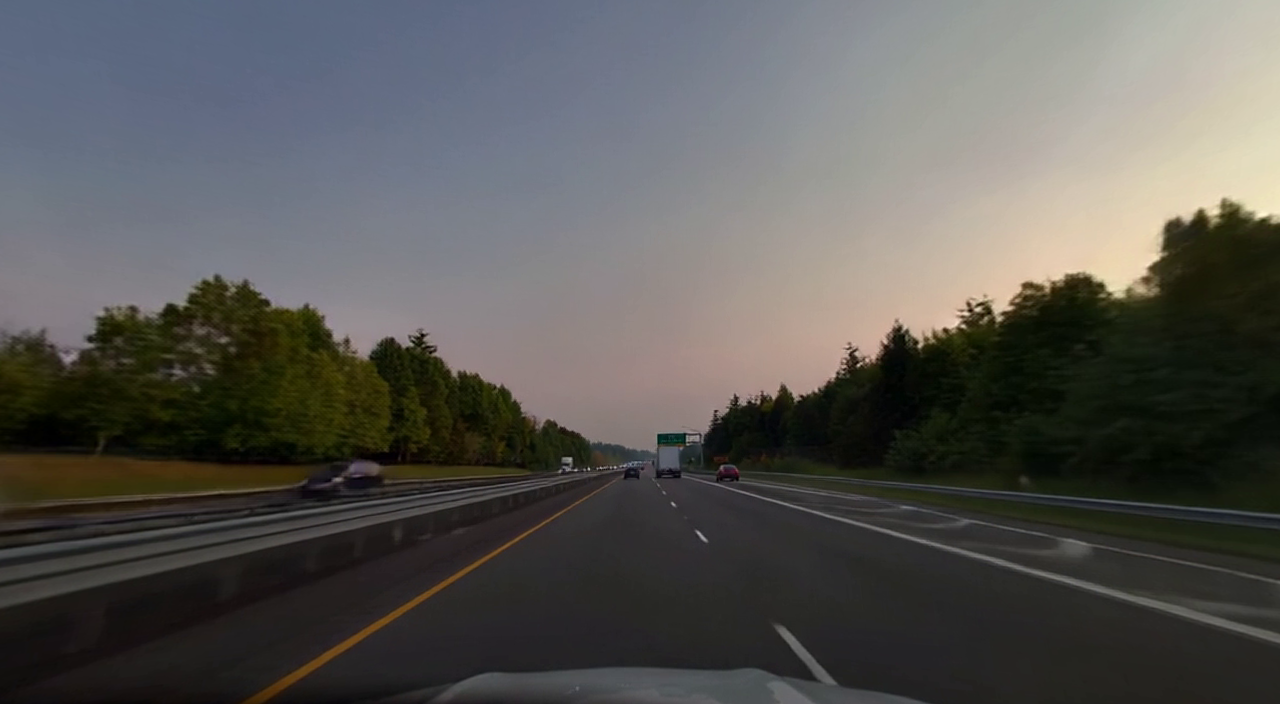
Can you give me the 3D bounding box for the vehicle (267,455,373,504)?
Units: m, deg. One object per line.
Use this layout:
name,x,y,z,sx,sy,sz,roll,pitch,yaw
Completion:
vehicle,-12.872,5.160,25.706,2.114,1.757,4.350,1,-10,-2

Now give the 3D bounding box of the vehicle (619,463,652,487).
vehicle,-0.340,7.975,40.919,2.025,1.452,3.927,1,-10,-1
